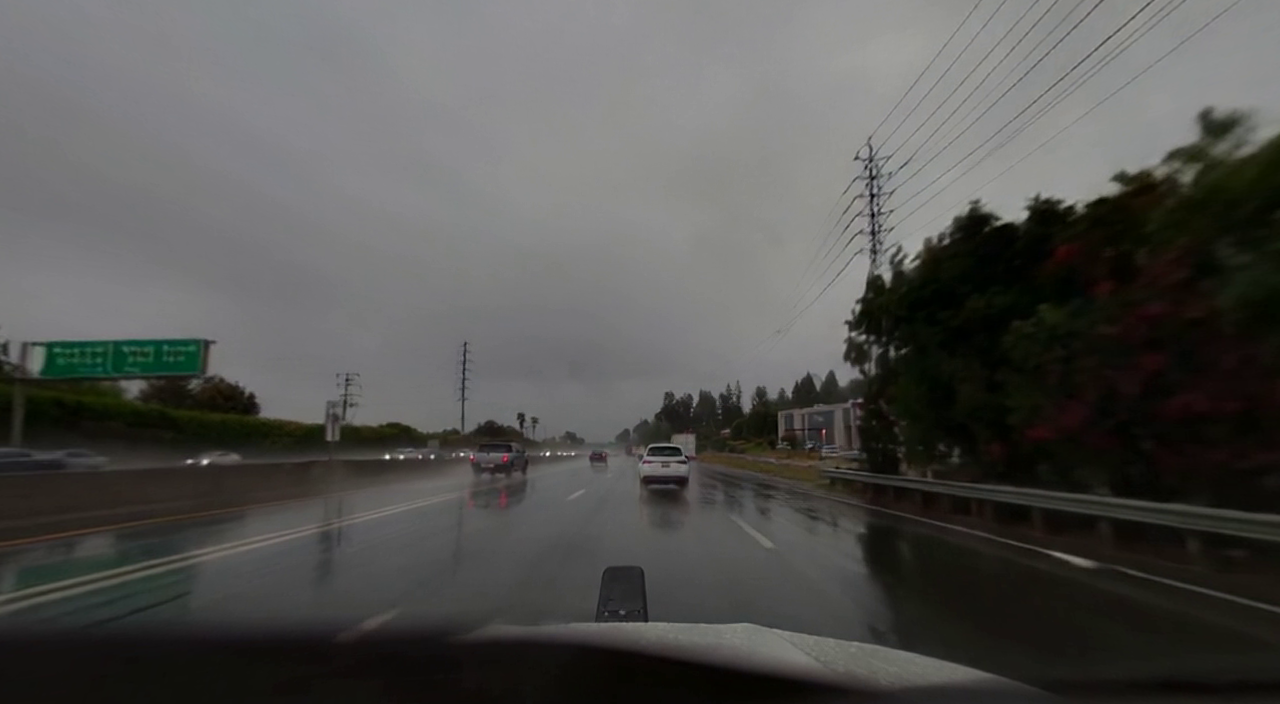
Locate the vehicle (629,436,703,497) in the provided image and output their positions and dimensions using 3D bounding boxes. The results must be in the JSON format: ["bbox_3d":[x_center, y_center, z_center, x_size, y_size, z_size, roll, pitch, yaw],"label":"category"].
[{"bbox_3d":[0.776,3.626,20.390,2.134,1.733,4.049,0,-8,0],"label":"vehicle"}]

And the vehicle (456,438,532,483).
[{"bbox_3d":[-6.415,4.819,28.355,2.220,1.841,4.516,0,-8,1],"label":"vehicle"}]
